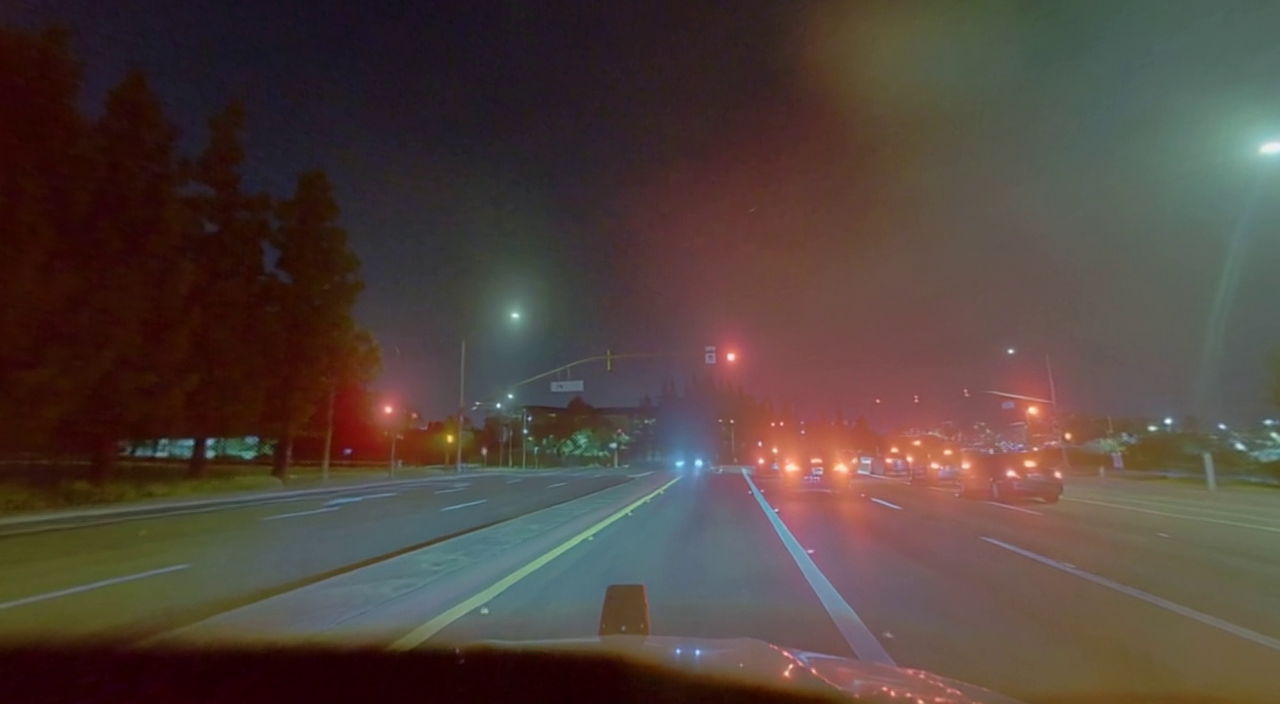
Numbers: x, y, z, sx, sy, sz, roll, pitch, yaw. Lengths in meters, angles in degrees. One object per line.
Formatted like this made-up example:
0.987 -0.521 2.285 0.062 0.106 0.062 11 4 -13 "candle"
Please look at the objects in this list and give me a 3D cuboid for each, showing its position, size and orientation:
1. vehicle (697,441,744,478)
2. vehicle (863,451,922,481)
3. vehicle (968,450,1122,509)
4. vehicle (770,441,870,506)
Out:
4.207 5.650 33.410 2.245 1.800 4.522 -1 -8 6 "vehicle"
13.787 6.197 34.610 1.901 1.484 4.093 -1 -8 6 "vehicle"
11.277 3.522 17.976 1.884 1.422 4.262 -1 -8 6 "vehicle"
4.922 3.337 17.854 2.078 1.578 4.107 -1 -8 7 "vehicle"
